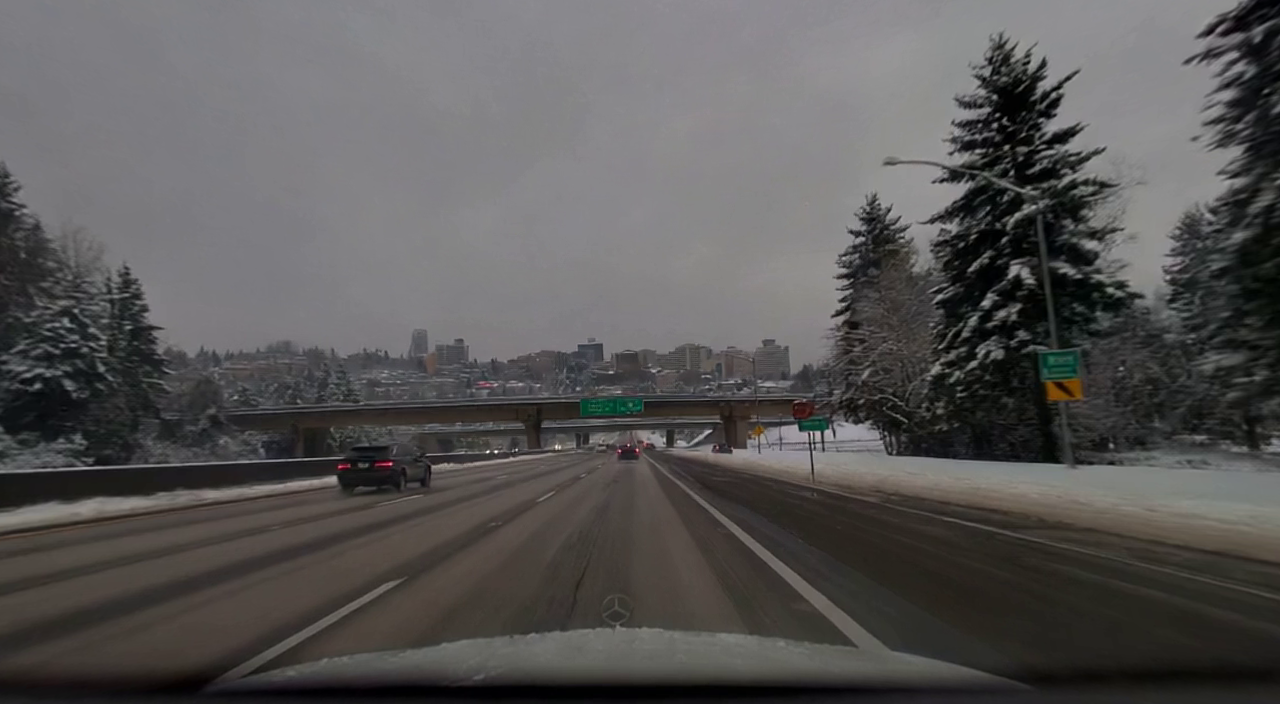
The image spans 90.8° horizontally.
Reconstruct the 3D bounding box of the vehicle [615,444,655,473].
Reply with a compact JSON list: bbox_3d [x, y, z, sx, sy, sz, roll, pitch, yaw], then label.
[{"bbox_3d":[-0.321,5.730,34.326,2.012,1.471,4.059,0,-8,-2],"label":"vehicle"}]

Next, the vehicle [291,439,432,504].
[{"bbox_3d":[-7.465,3.227,17.511,1.957,1.554,4.350,0,-8,-1],"label":"vehicle"}]
